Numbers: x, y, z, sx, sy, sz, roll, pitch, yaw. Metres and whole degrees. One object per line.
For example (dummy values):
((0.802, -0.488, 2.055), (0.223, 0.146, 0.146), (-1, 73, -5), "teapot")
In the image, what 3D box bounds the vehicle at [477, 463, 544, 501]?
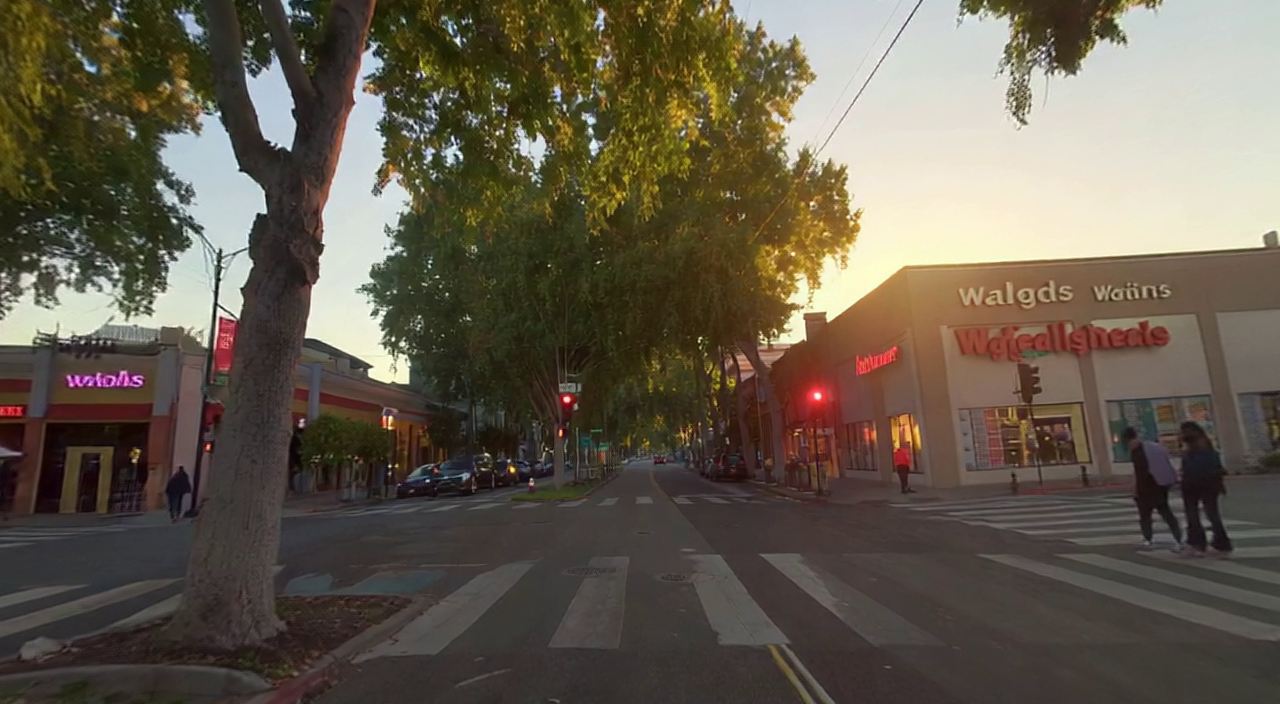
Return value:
((-5.757, 5.829, 28.625), (1.983, 1.438, 4.559), (0, -8, 1), "vehicle")

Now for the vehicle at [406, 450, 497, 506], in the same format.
((-8.815, 5.909, 30.309), (2.489, 2.323, 5.843), (0, -8, 1), "vehicle")

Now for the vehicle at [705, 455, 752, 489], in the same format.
((5.194, 7.103, 37.714), (2.010, 1.844, 4.386), (0, -8, -2), "vehicle")
